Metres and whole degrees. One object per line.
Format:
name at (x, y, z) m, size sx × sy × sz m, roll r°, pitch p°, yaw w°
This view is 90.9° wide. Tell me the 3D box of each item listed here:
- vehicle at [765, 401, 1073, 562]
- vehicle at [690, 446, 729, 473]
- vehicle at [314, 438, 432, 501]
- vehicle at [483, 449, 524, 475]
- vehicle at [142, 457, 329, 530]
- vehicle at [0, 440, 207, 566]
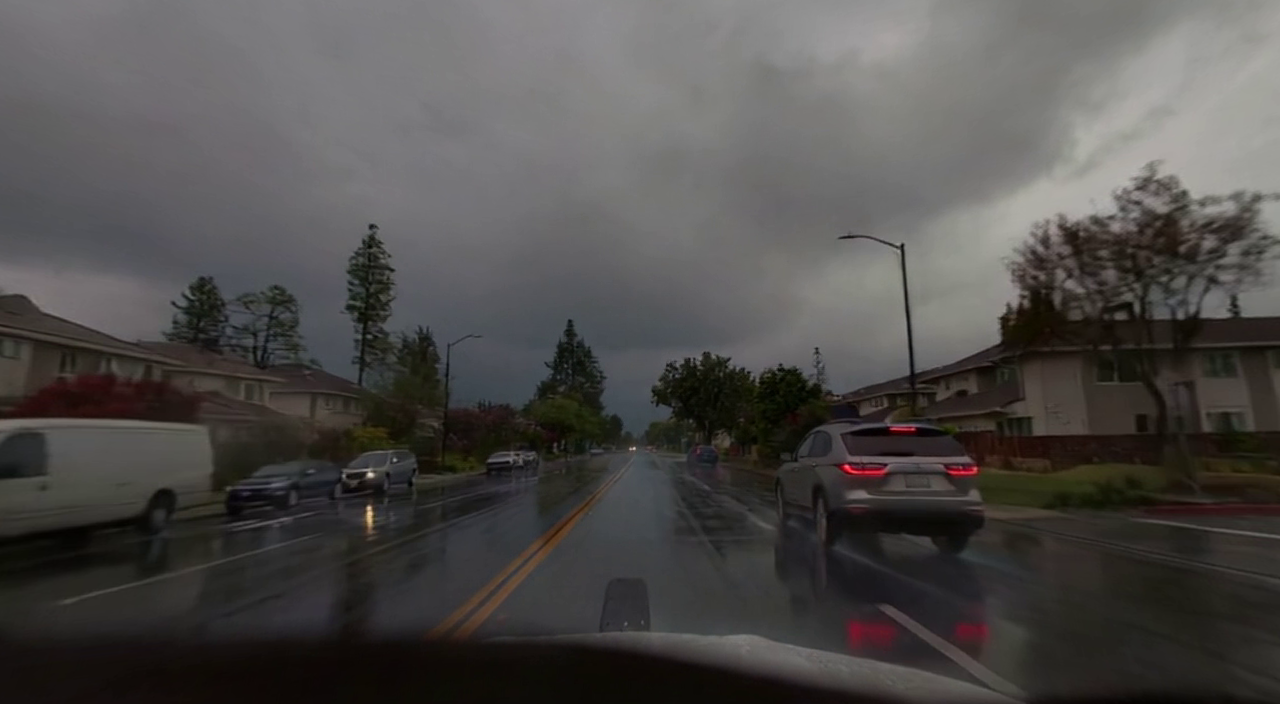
vehicle at (3.895, 1.975, 10.476) m, size 2.497 × 1.889 × 5.833 m, roll 0°, pitch -9°, yaw 1°
vehicle at (4.098, 6.414, 37.820) m, size 1.956 × 1.492 × 4.425 m, roll -1°, pitch -9°, yaw 1°
vehicle at (-10.462, 4.637, 25.336) m, size 2.254 × 2.127 × 5.697 m, roll -3°, pitch -9°, yaw 0°
vehicle at (-10.248, 8.276, 47.712) m, size 2.083 × 1.791 × 4.585 m, roll -2°, pitch -9°, yaw 1°
vehicle at (-10.616, 3.714, 17.086) m, size 2.006 × 1.476 × 4.570 m, roll -3°, pitch -8°, yaw 1°
vehicle at (-10.669, 2.533, 10.986) m, size 2.261 × 1.851 × 5.724 m, roll -2°, pitch -9°, yaw -1°
